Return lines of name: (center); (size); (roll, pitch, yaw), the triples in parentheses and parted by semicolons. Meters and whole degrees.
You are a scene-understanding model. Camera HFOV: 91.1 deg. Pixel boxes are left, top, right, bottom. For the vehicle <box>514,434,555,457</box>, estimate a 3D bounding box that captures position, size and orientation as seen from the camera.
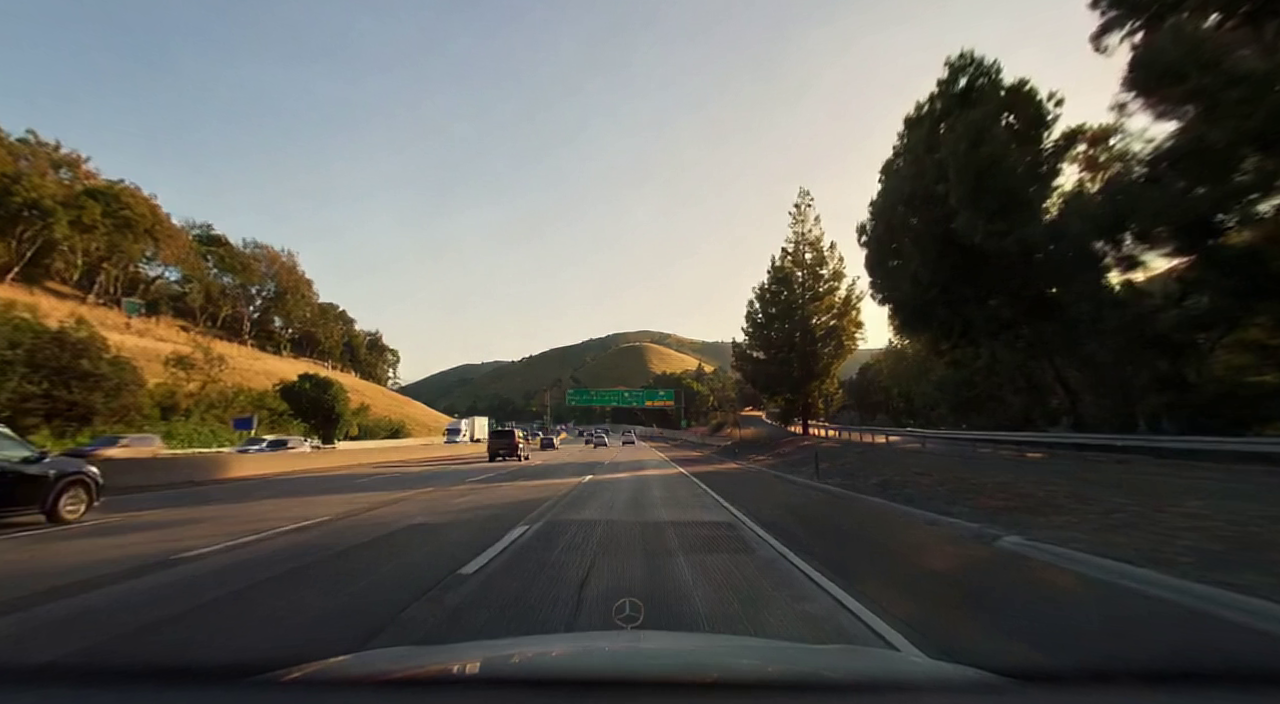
vehicle: (-7.338, 6.534, 43.966); (2.113, 1.507, 4.450); (0, -8, 0)
